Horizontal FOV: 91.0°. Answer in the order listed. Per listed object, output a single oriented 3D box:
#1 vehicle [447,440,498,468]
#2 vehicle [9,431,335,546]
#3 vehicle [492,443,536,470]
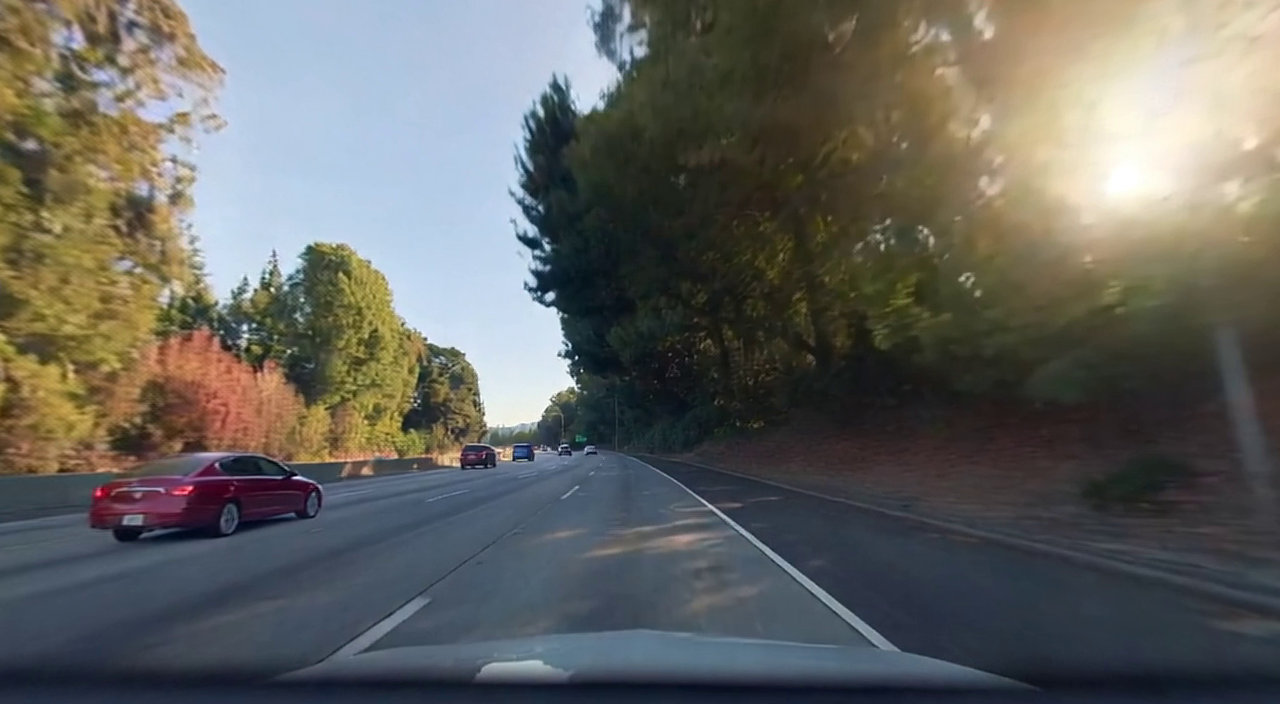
[{"bbox_3d":[-12.406,7.591,47.121,2.425,1.926,5.584,0,-9,-2],"label":"vehicle"},{"bbox_3d":[-7.740,2.285,11.287,2.133,1.586,4.869,0,-9,-1],"label":"vehicle"},{"bbox_3d":[-8.060,6.711,40.593,2.060,1.680,4.255,0,-9,-2],"label":"vehicle"}]
